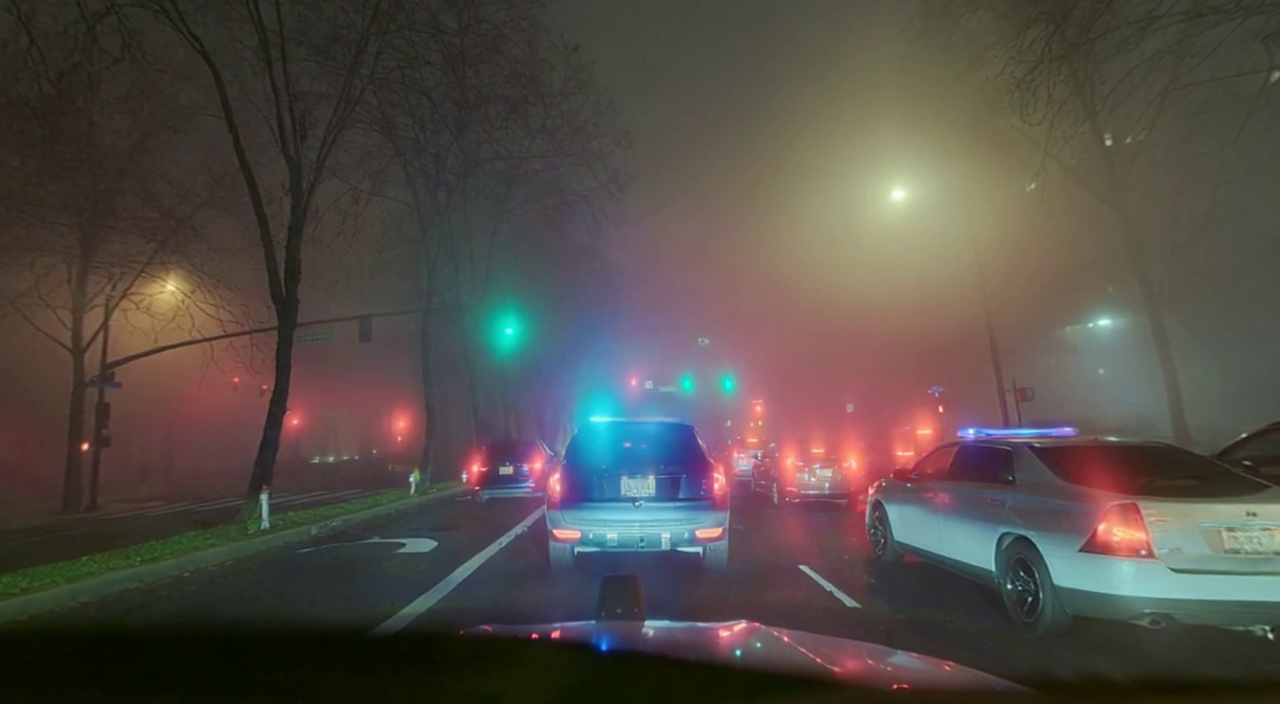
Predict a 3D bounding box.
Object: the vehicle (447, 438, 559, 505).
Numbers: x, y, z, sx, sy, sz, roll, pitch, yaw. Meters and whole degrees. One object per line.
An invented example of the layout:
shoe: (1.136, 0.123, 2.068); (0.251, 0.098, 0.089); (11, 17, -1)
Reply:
vehicle: (-3.316, 2.979, 16.210); (1.913, 1.464, 4.276); (0, -8, 0)

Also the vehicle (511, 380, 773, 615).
vehicle: (-0.039, 1.463, 7.273); (2.038, 1.819, 4.505); (0, -8, -1)

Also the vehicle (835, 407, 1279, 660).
vehicle: (3.644, 1.409, 6.085); (1.995, 1.483, 4.533); (0, -8, -1)

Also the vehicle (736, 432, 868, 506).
vehicle: (3.636, 2.706, 15.058); (1.940, 1.474, 4.234); (0, -8, -1)
